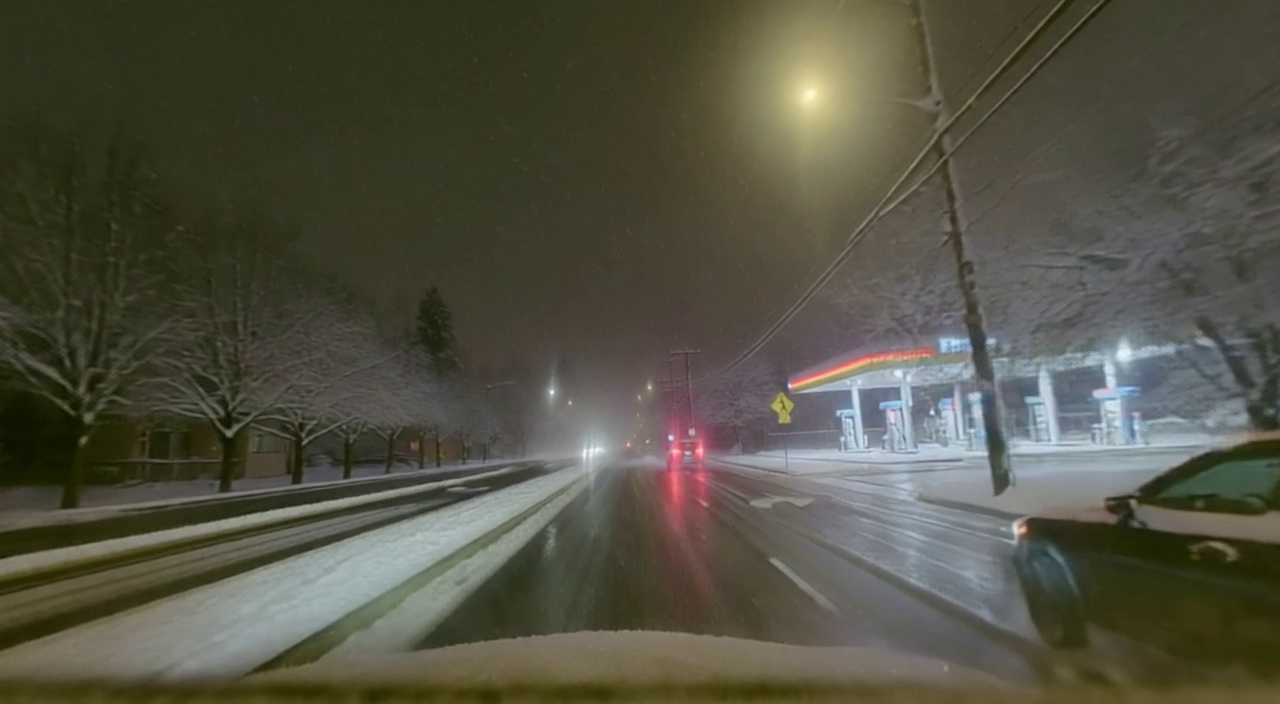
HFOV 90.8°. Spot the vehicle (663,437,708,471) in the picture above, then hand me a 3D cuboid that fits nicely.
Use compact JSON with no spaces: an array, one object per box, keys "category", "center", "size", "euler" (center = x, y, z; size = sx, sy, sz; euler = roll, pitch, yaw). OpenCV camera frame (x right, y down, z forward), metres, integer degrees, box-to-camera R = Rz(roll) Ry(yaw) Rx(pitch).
[{"category":"vehicle","center":[2.568,5.972,37.103],"size":[2.115,1.840,4.777],"euler":[0,-9,-2]}]

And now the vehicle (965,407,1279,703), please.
[{"category":"vehicle","center":[3.554,0.980,2.641],"size":[2.061,1.475,4.296],"euler":[0,-9,0]}]
